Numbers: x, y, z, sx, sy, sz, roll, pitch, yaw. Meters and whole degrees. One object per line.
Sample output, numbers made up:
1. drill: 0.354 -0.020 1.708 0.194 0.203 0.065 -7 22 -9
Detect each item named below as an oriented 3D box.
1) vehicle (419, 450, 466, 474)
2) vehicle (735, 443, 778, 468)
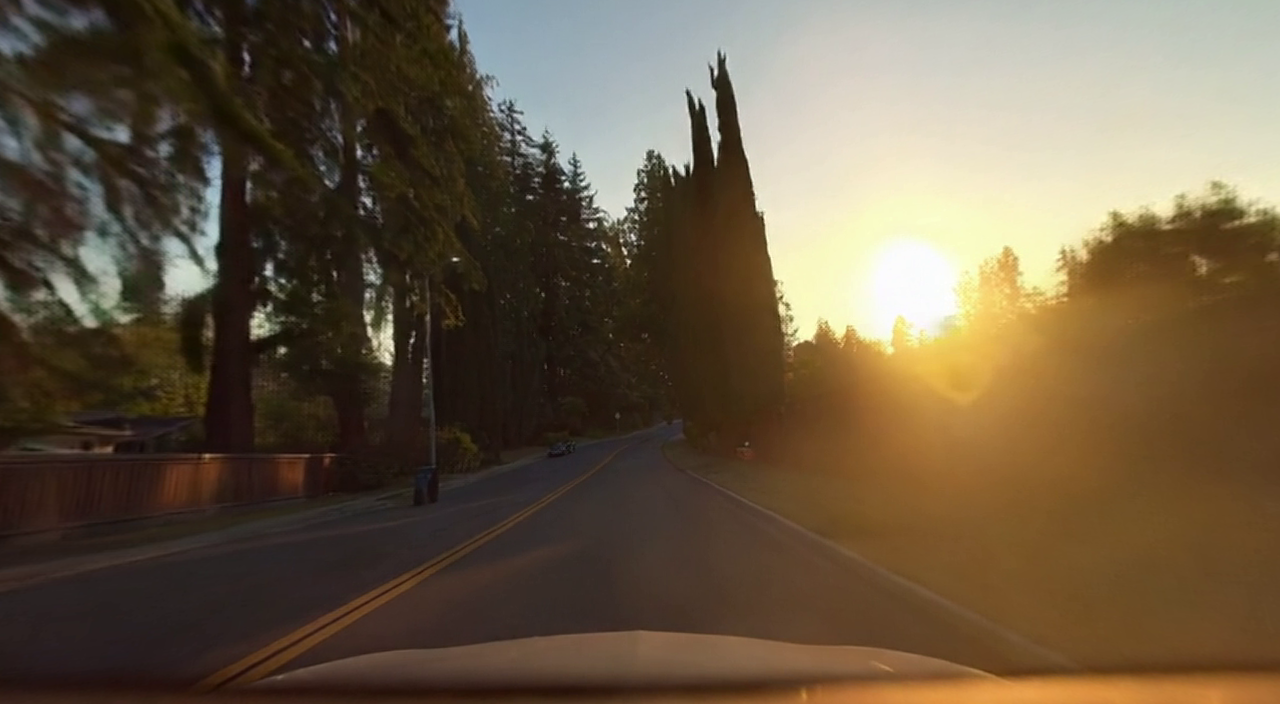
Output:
1. vehicle: -15.269 8.512 49.075 2.177 1.773 4.656 0 -9 0
2. vehicle: 7.996 7.133 43.777 1.954 1.652 4.520 0 -9 -2
